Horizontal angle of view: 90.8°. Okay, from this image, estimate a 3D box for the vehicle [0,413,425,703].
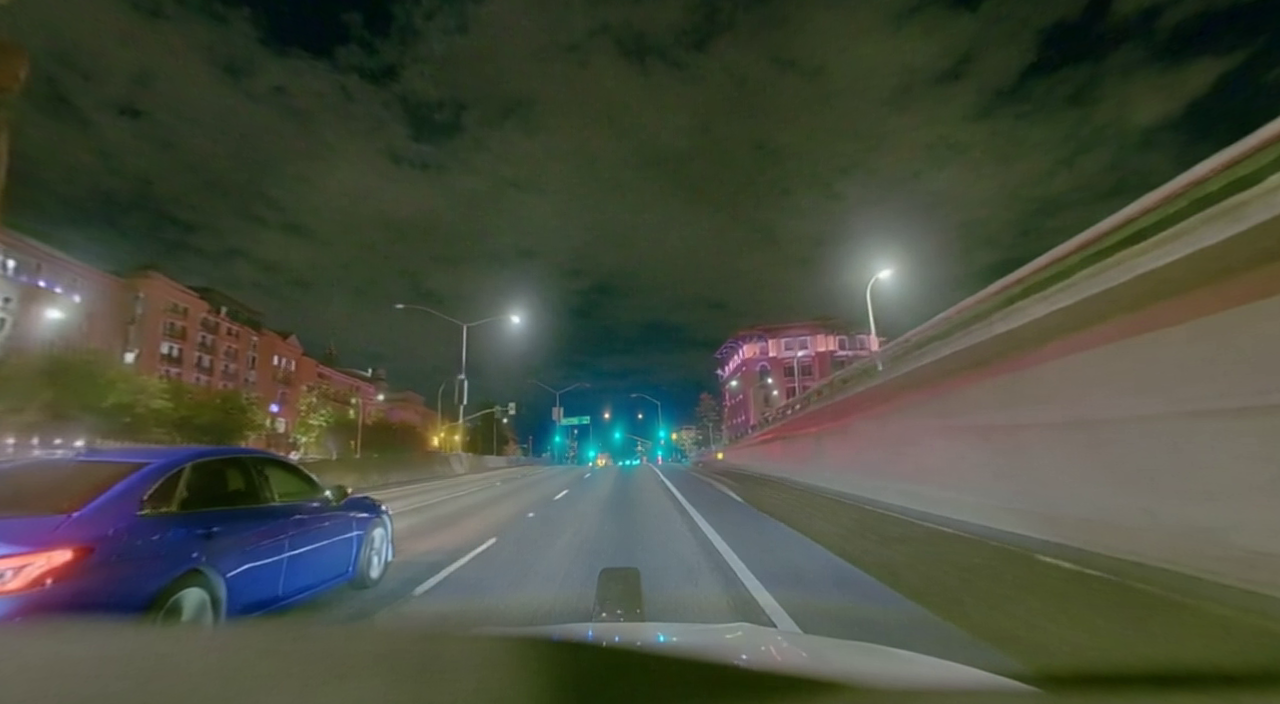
[{"bbox_3d":[-3.252,1.269,4.351,2.041,1.470,4.290,0,-8,0],"label":"vehicle"}]
